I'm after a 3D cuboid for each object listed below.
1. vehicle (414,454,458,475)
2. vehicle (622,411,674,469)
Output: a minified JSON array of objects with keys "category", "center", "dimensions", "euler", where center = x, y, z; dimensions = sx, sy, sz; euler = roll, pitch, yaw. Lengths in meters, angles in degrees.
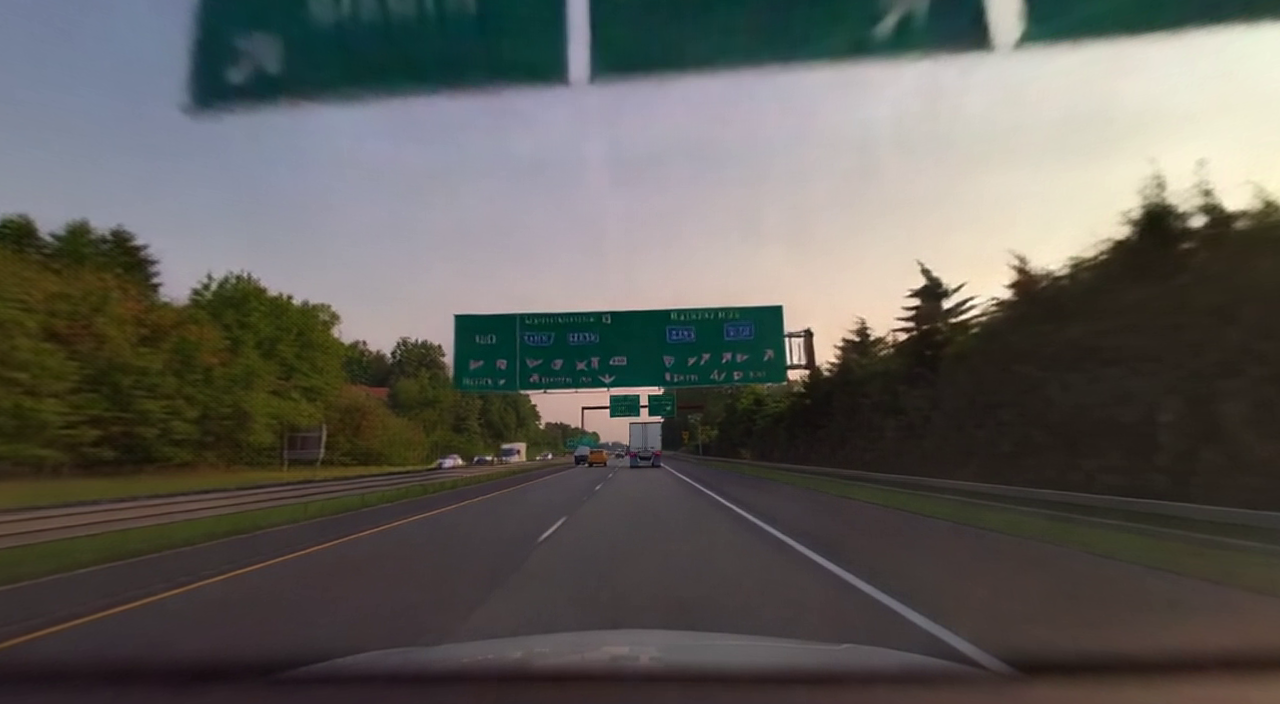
[{"category":"vehicle","center":[-15.217,8.361,47.235],"dimensions":[1.788,1.457,4.431],"euler":[0,-9,0]},{"category":"vehicle","center":[0.338,7.073,49.800],"dimensions":[3.341,3.725,18.015],"euler":[0,-9,-1]}]
